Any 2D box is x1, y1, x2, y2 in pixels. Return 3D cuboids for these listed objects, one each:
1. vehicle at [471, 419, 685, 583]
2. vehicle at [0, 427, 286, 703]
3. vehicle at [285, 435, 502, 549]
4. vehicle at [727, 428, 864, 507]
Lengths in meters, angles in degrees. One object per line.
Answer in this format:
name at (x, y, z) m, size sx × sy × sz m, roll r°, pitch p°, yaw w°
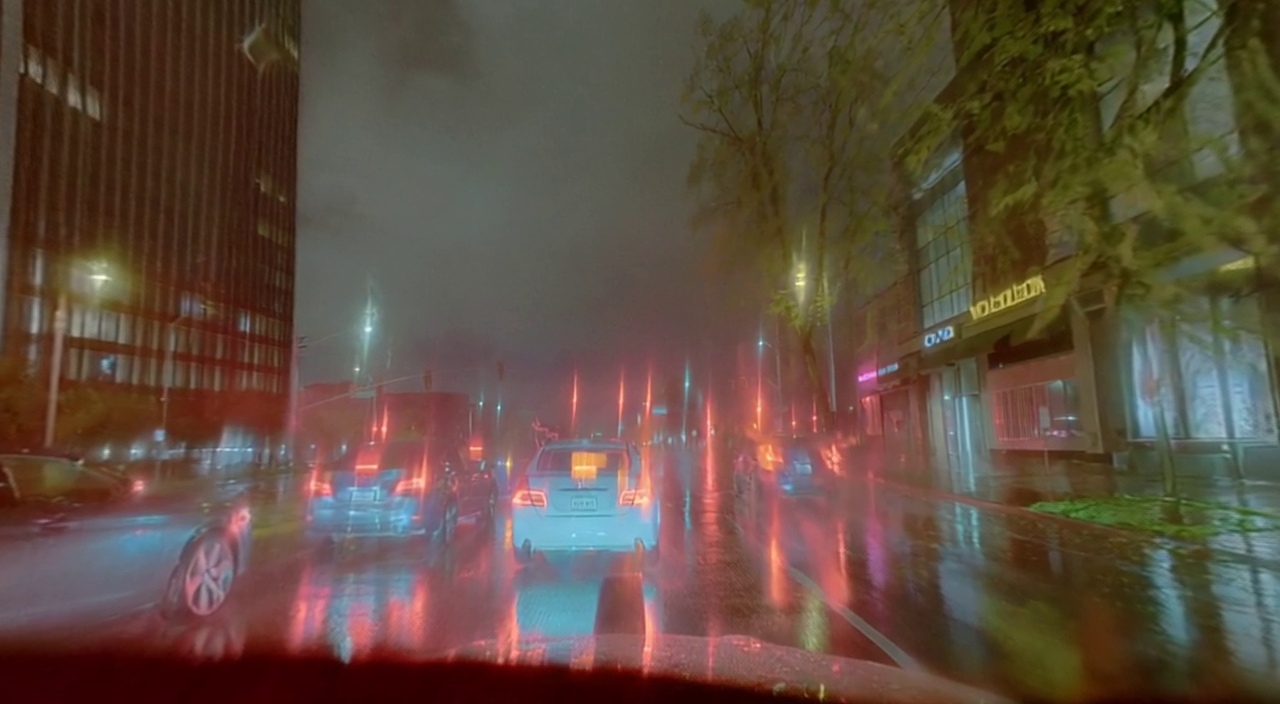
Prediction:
vehicle at (-0.625, 1.731, 8.106) m, size 2.042 × 1.555 × 3.912 m, roll 0°, pitch -9°, yaw -1°
vehicle at (-4.155, 1.134, 3.285) m, size 2.020 × 1.457 × 4.496 m, roll 0°, pitch -9°, yaw 0°
vehicle at (-3.736, 2.174, 10.508) m, size 1.950 × 1.487 × 4.130 m, roll 0°, pitch -9°, yaw 0°
vehicle at (3.583, 2.766, 15.527) m, size 2.097 × 1.651 × 4.300 m, roll 0°, pitch -9°, yaw -2°
